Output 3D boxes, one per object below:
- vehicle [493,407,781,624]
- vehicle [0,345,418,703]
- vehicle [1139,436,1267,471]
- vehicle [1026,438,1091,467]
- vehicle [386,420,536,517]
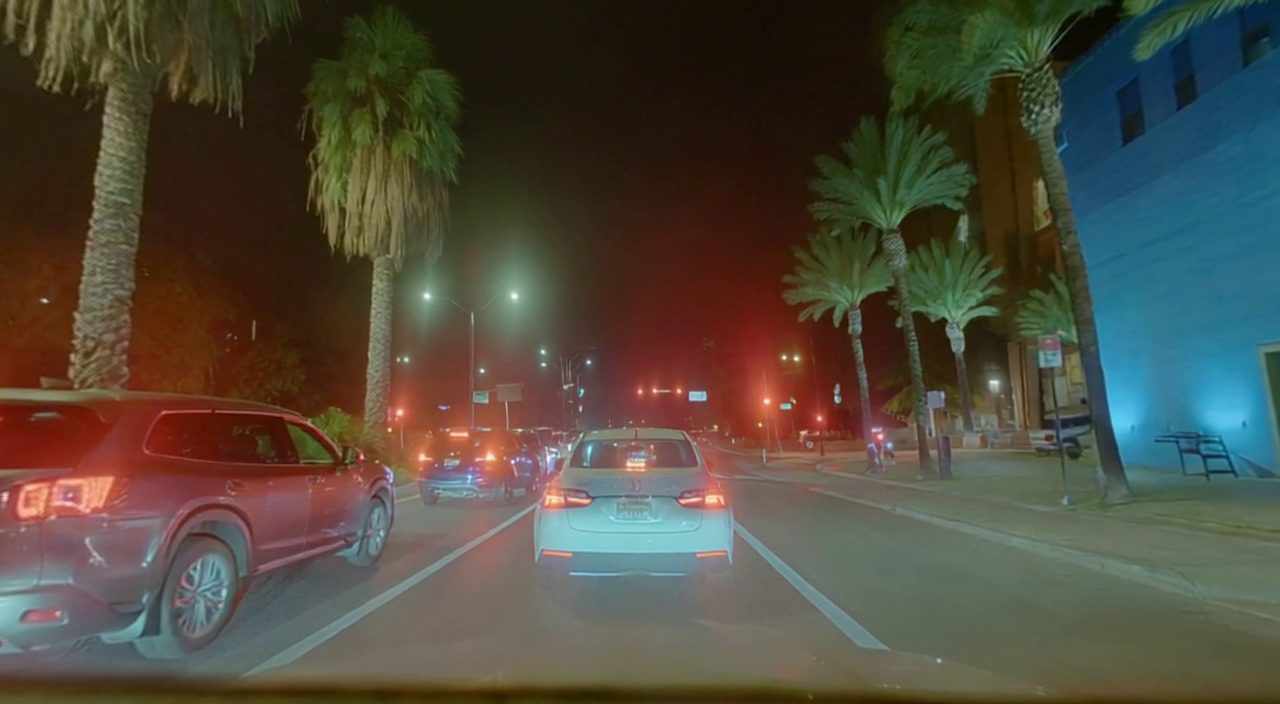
[{"bbox_3d":[-0.049,1.536,6.869,2.114,1.585,4.285,0,-9,-1],"label":"vehicle"},{"bbox_3d":[-3.530,1.158,5.081,1.914,1.741,4.398,0,-9,-1],"label":"vehicle"},{"bbox_3d":[25.477,4.589,28.642,3.914,1.427,1.779,-2,-8,5],"label":"vehicle"},{"bbox_3d":[26.245,6.307,39.650,1.882,1.672,3.957,-2,-9,11],"label":"vehicle"},{"bbox_3d":[-3.464,2.346,13.096,1.840,1.684,4.041,0,-9,1],"label":"vehicle"}]
